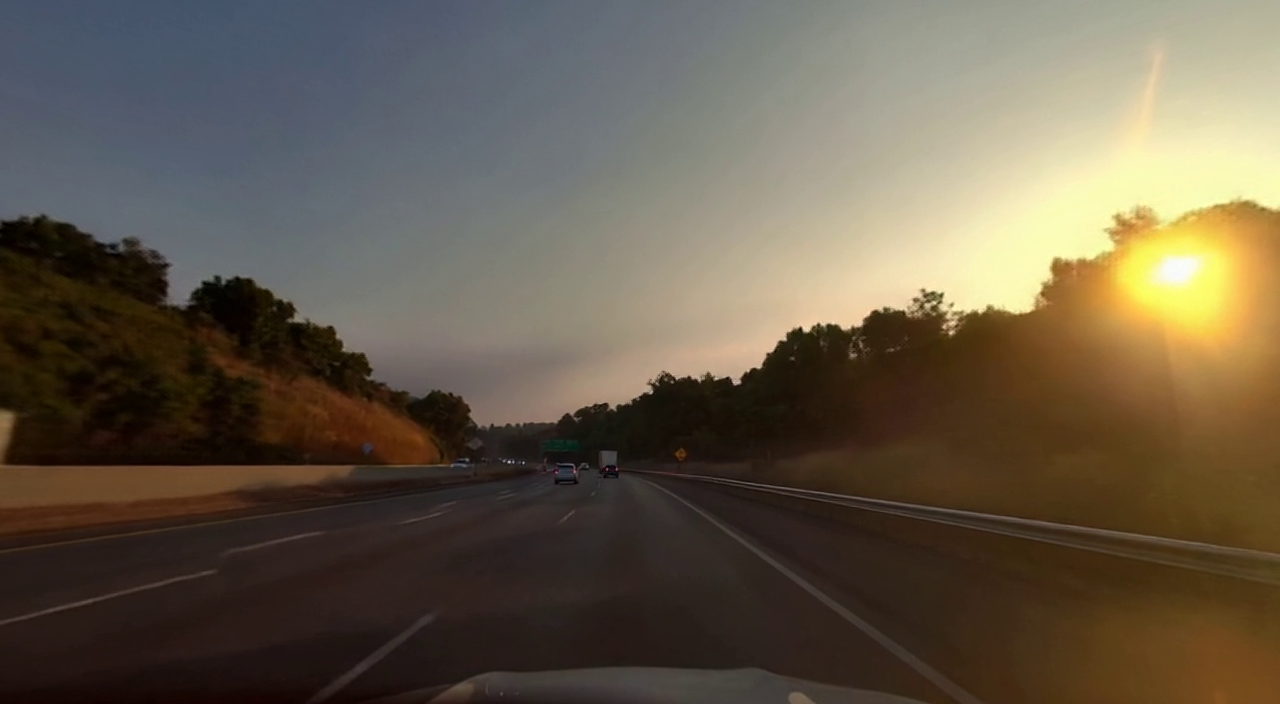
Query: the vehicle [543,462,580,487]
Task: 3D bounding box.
[{"bbox_3d":[-5.384,8.489,43.748,2.115,1.546,4.638,1,-10,-3],"label":"vehicle"}]
